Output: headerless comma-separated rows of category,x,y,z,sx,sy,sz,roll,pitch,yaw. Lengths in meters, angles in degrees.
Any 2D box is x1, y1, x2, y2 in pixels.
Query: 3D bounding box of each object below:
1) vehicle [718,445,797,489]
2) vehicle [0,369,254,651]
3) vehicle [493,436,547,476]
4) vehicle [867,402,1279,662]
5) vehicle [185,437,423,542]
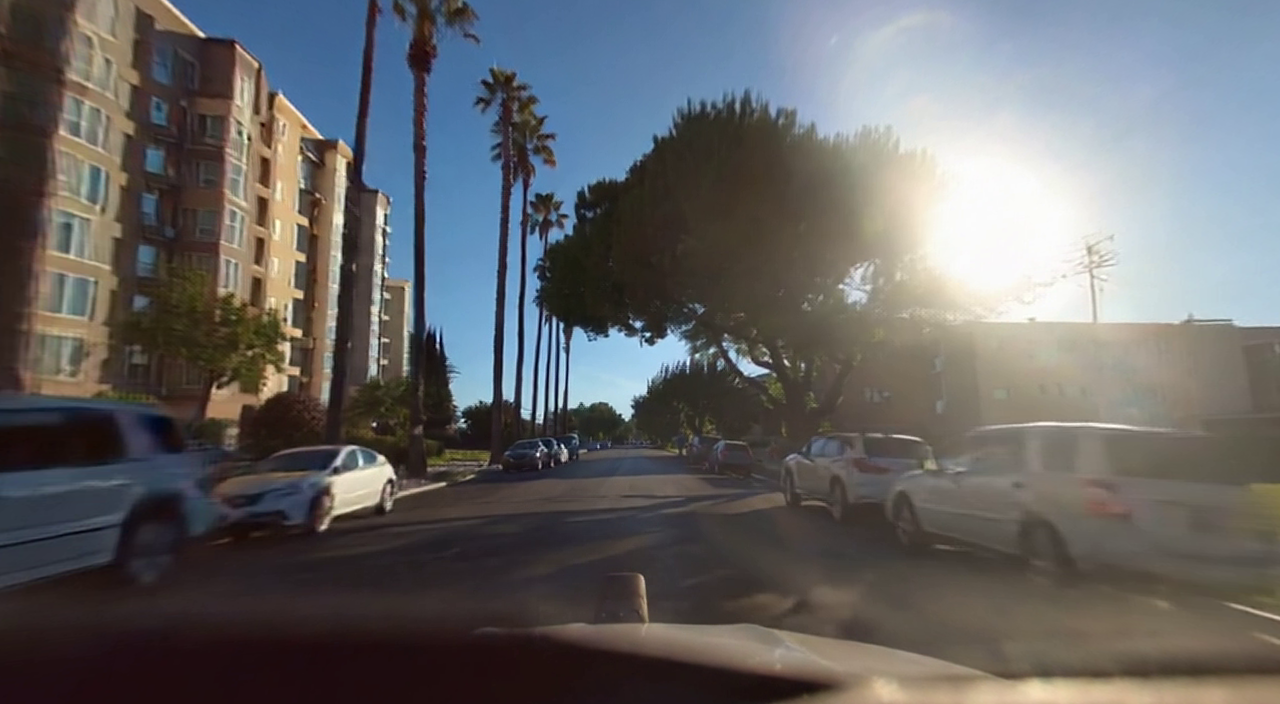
vehicle,4.213,4.192,23.414,1.909,1.449,4.513,0,-8,-2
vehicle,-5.552,1.092,4.404,2.358,1.905,5.615,0,-9,-3
vehicle,-5.953,5.207,31.935,1.947,1.806,4.413,2,-8,-2
vehicle,4.437,1.592,6.831,1.969,1.782,4.677,0,-8,-3
vehicle,-5.748,2.366,11.685,1.949,1.512,4.783,0,-9,-3
